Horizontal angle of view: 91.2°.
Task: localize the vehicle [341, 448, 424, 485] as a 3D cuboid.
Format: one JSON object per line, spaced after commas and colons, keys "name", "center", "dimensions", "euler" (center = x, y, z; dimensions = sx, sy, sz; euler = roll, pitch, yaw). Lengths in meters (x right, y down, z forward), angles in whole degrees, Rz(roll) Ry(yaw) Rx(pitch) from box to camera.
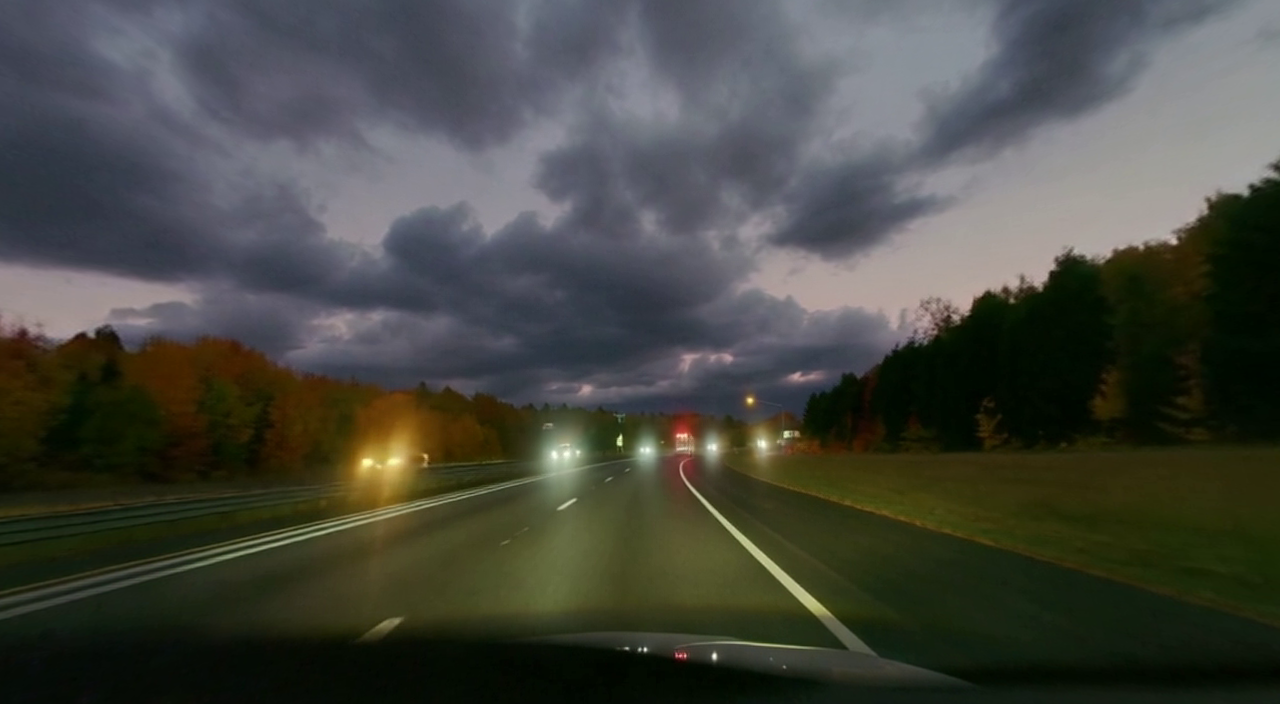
{"name": "vehicle", "center": [-11.824, 5.260, 29.132], "dimensions": [1.863, 1.543, 4.130], "euler": [-1, -9, 4]}
